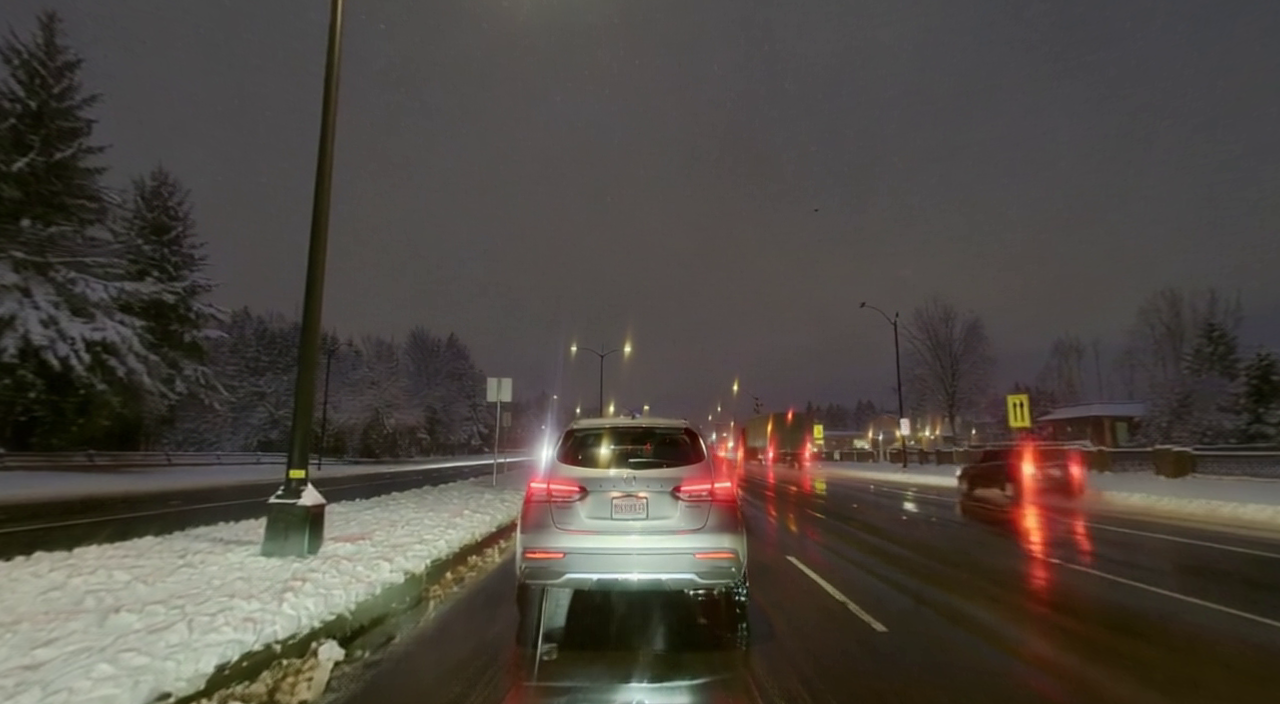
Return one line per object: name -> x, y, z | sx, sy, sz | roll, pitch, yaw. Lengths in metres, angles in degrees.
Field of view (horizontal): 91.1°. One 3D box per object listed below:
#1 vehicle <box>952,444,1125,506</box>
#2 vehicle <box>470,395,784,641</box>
vehicle -> 11.125, 3.420, 18.019 | 1.998, 1.527, 4.489 | 0, -9, 0
vehicle -> -0.129, 1.455, 6.476 | 2.172, 1.694, 4.055 | 0, -8, -1
